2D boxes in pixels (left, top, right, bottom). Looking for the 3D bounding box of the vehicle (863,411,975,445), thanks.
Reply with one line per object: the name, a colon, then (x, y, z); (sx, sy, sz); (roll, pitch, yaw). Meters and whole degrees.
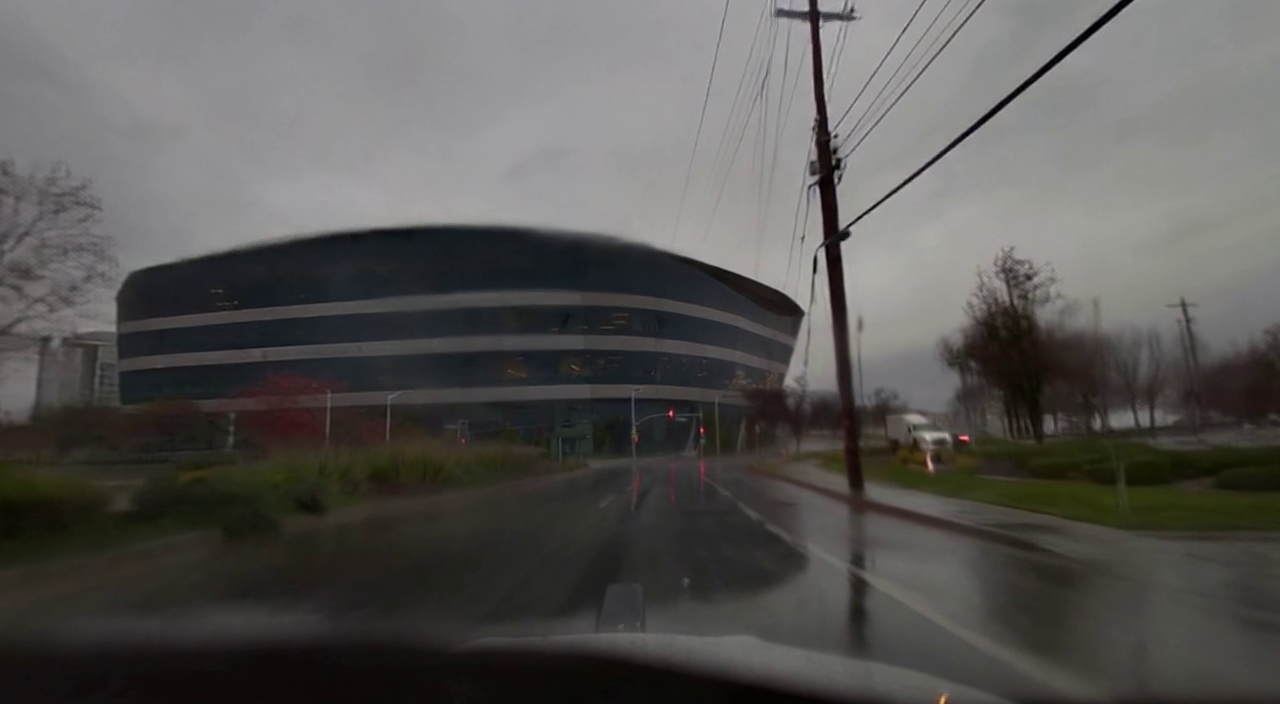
vehicle: (16.638, 4.617, 37.920); (5.745, 1.902, 2.244); (-2, -9, 13)
